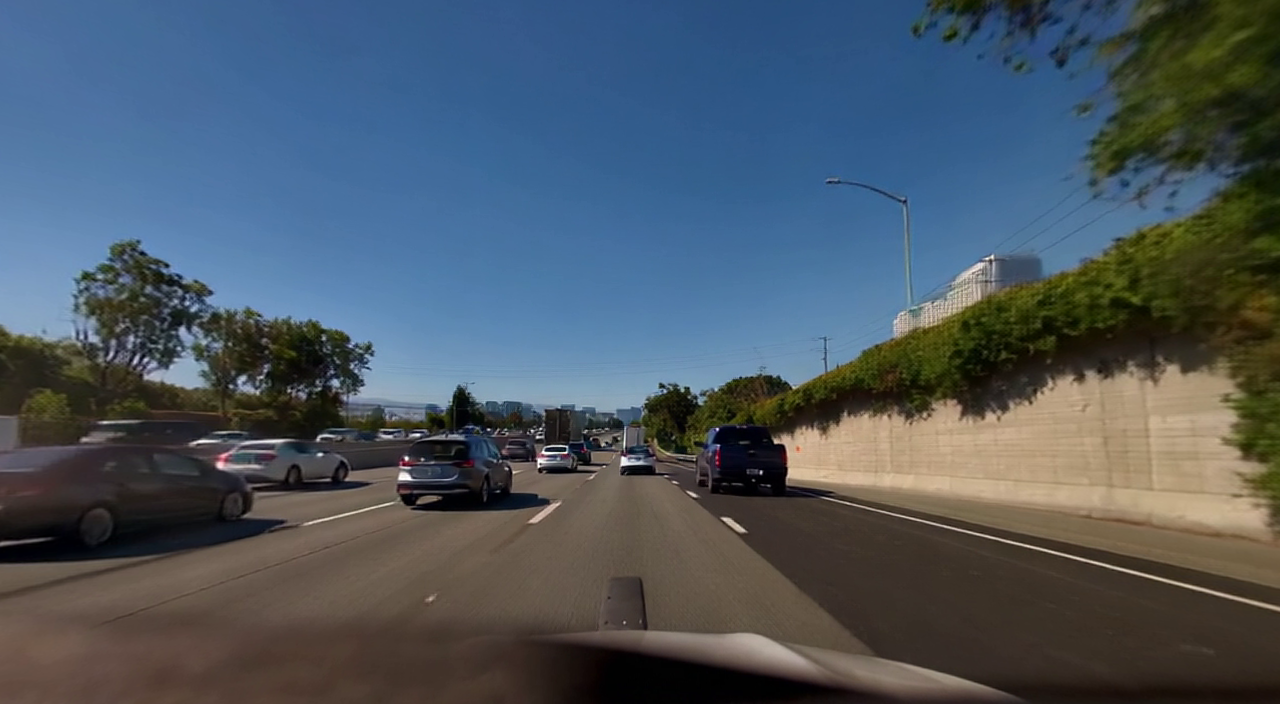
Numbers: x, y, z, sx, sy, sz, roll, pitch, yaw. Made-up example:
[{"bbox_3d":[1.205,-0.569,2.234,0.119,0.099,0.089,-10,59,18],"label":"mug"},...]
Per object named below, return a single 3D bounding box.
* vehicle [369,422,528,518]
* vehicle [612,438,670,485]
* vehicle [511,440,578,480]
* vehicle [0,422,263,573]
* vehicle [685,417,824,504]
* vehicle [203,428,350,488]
[{"bbox_3d":[-3.903,2.484,13.822,2.026,1.719,4.490,0,-8,0],"label":"vehicle"},{"bbox_3d":[0.049,4.199,24.526,2.092,1.671,3.889,0,-8,1],"label":"vehicle"},{"bbox_3d":[-3.889,4.481,26.549,2.049,1.530,4.707,0,-8,1],"label":"vehicle"},{"bbox_3d":[-7.491,1.773,8.402,1.985,1.529,4.710,0,-8,1],"label":"vehicle"},{"bbox_3d":[3.028,3.086,18.437,2.793,2.132,5.682,0,-8,-2],"label":"vehicle"},{"bbox_3d":[-11.244,3.301,19.984,1.897,1.655,4.543,0,-8,1],"label":"vehicle"}]
